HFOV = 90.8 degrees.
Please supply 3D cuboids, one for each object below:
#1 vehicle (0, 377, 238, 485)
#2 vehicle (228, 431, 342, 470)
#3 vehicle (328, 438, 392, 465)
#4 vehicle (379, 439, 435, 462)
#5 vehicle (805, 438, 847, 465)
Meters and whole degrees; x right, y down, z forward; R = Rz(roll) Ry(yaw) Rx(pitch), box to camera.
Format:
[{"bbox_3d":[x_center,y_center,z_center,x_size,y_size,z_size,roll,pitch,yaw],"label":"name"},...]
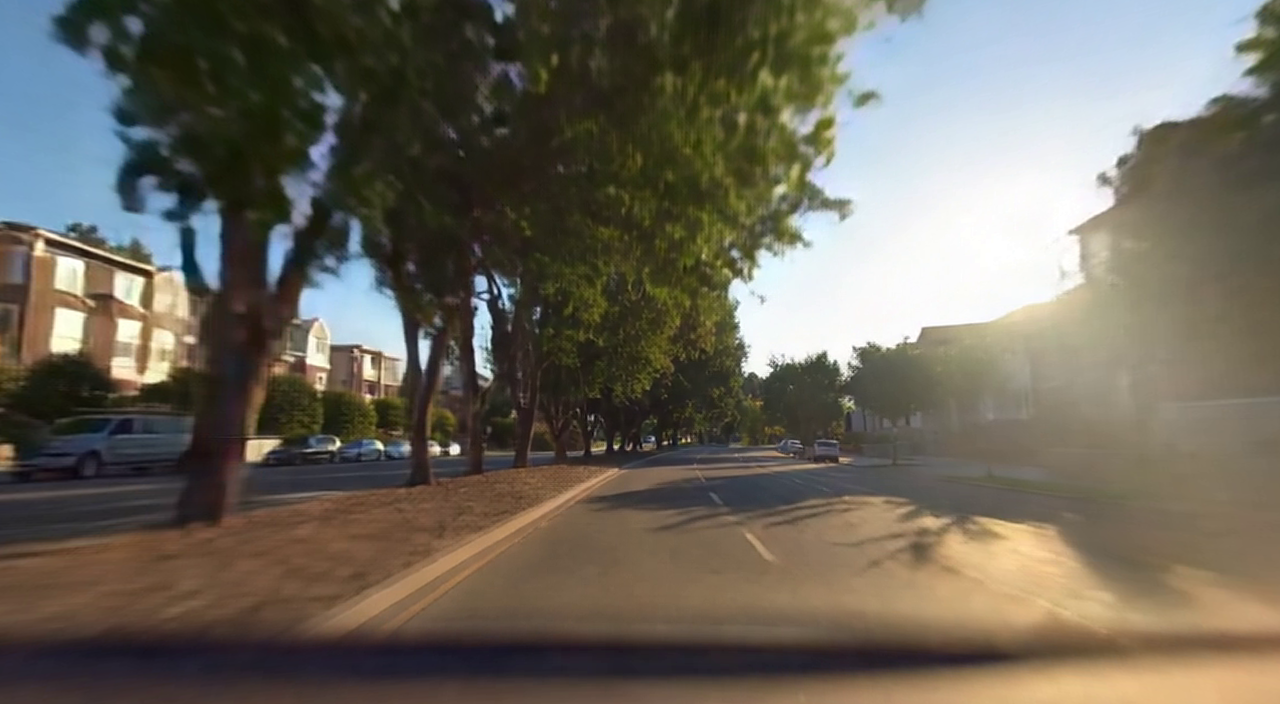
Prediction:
[{"bbox_3d":[-18.293,2.931,22.535,2.781,3.224,7.055,-1,-9,4],"label":"vehicle"},{"bbox_3d":[-17.813,5.012,32.165,2.226,1.733,5.775,-1,-9,4],"label":"vehicle"},{"bbox_3d":[-17.285,6.145,39.173,1.802,1.487,4.359,-3,-9,3],"label":"vehicle"},{"bbox_3d":[-16.572,7.065,45.181,1.823,1.455,4.680,-3,-9,6],"label":"vehicle"},{"bbox_3d":[13.060,6.984,44.650,2.037,1.655,4.760,3,-7,7],"label":"vehicle"}]
